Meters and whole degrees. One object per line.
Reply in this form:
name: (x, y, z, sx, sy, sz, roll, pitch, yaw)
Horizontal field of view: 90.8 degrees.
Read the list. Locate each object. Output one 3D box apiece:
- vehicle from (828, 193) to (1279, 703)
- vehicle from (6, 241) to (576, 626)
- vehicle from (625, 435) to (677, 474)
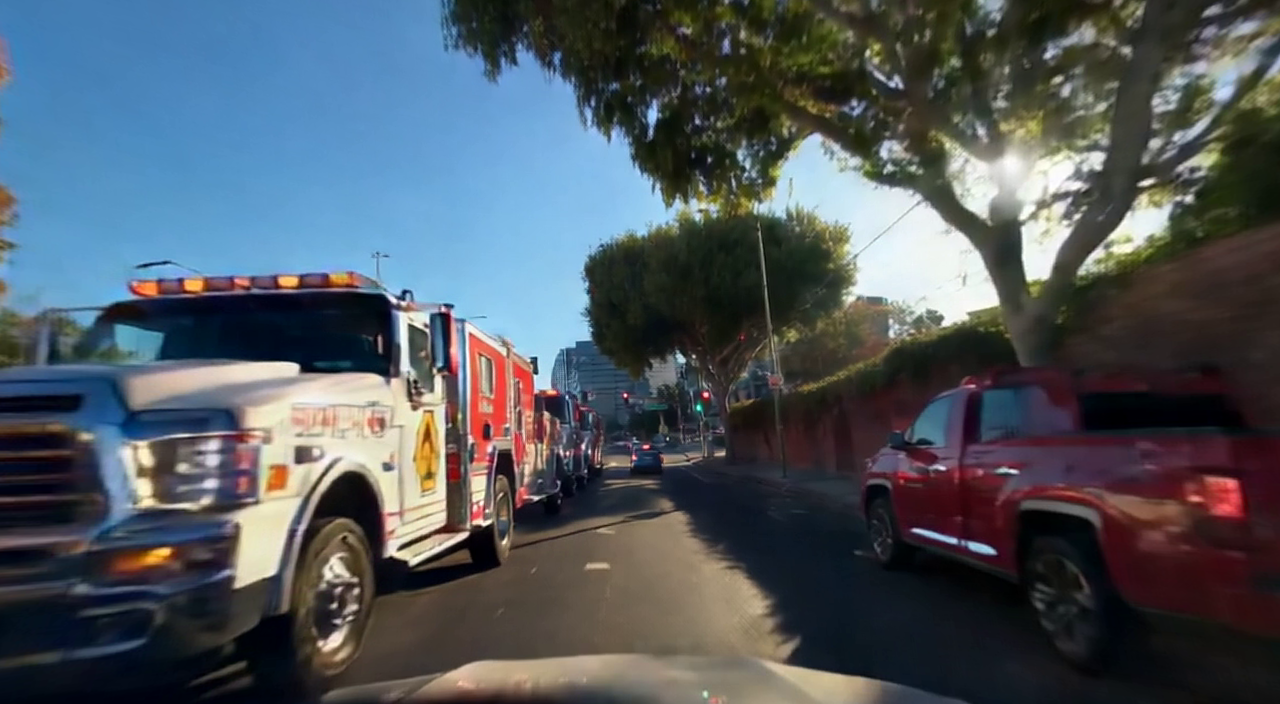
vehicle: (4.073, 0.887, 5.185, 3.411, 2.429, 5.271, 0, -8, 0)
vehicle: (-3.239, 1.281, 9.837, 3.644, 3.138, 9.346, 0, -8, -1)
vehicle: (0.456, 5.213, 32.335, 2.332, 1.831, 4.930, 0, -8, -2)
